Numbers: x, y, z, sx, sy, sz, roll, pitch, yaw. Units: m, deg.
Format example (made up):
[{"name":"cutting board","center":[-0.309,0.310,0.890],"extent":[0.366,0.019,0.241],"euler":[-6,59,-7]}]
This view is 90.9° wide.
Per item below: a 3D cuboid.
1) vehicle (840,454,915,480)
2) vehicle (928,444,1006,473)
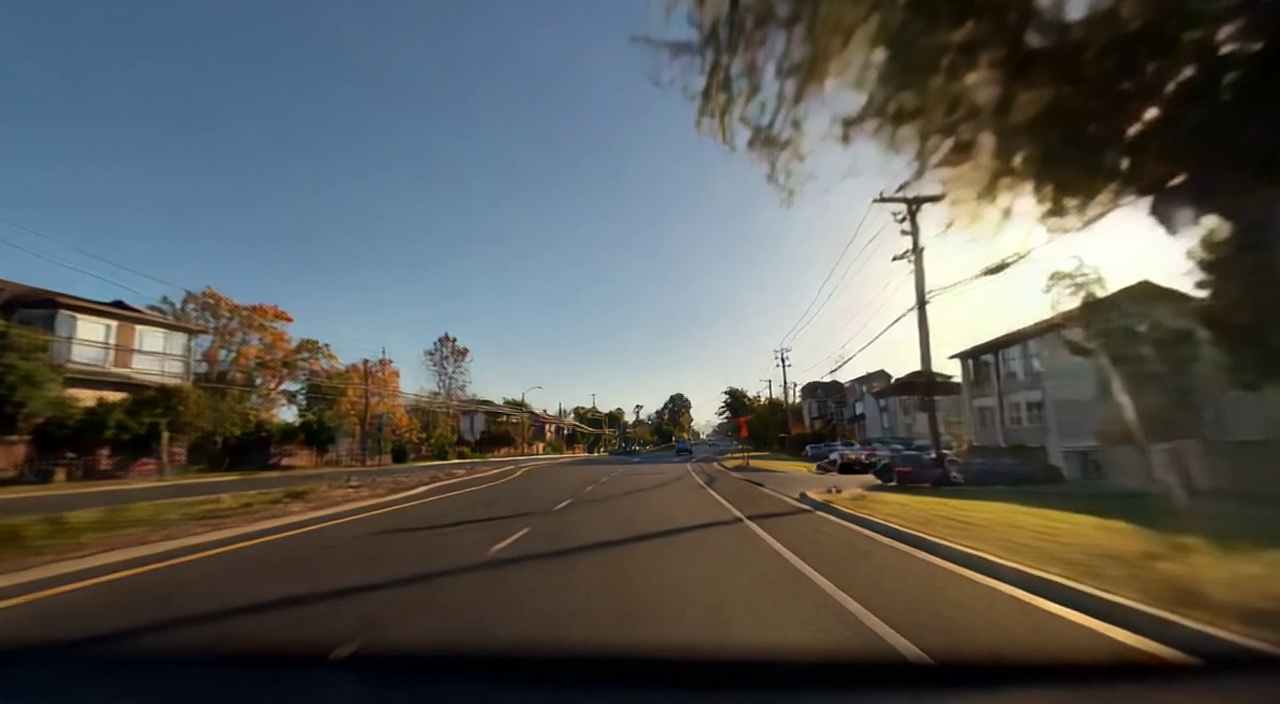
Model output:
[{"name":"vehicle","center":[15.006,7.236,39.793],"extent":[4.475,1.492,1.925],"euler":[5,-10,-30]},{"name":"vehicle","center":[22.612,7.376,43.892],"extent":[2.119,1.874,4.855],"euler":[1,-9,-12]}]
